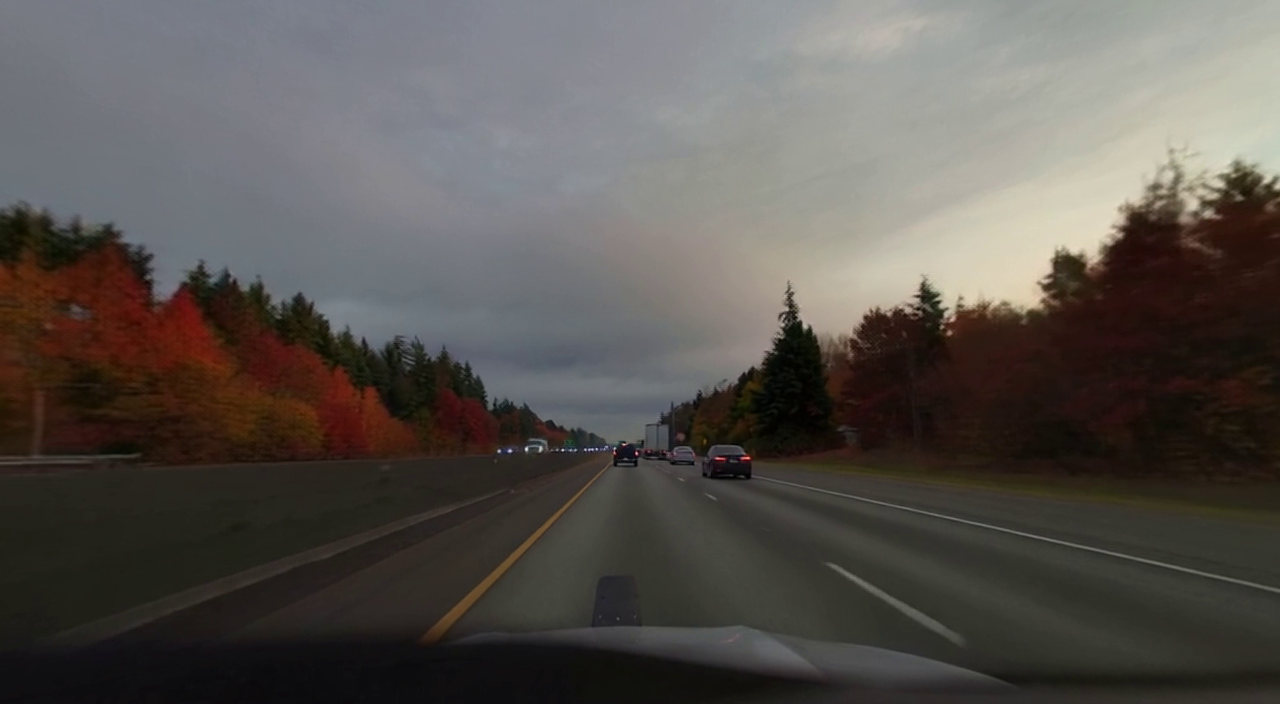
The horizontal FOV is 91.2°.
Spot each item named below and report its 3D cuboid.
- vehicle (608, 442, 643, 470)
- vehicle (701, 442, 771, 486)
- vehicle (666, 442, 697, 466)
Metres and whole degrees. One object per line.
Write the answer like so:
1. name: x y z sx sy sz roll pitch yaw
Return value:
1. vehicle: -0.958 6.763 40.998 2.151 1.693 4.201 0 -9 -2
2. vehicle: 3.577 4.247 23.990 1.968 1.513 3.911 0 -9 -1
3. vehicle: 3.134 7.842 48.468 1.982 1.745 4.151 0 -9 -2
